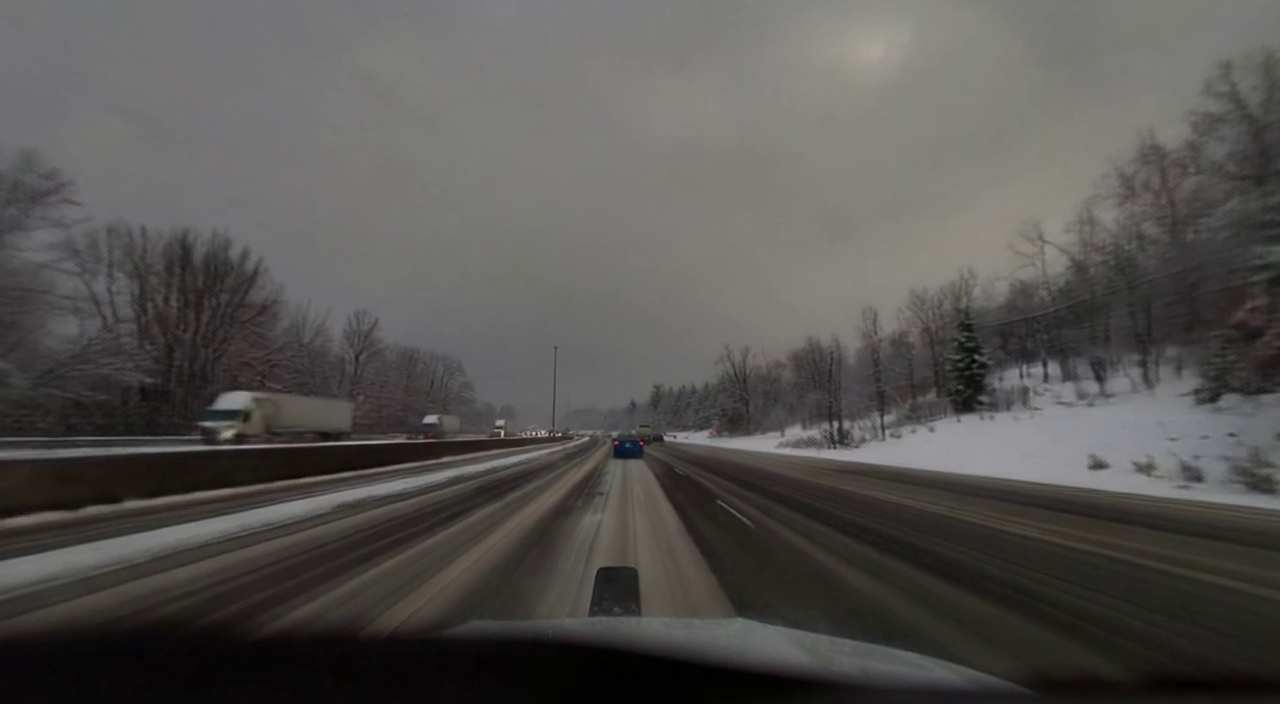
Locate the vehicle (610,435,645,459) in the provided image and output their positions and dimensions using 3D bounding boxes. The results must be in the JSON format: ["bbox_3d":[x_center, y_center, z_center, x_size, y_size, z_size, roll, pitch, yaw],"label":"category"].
[{"bbox_3d":[-0.822,6.041,40.210,2.121,1.445,4.187,0,-8,-2],"label":"vehicle"}]

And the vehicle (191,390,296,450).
[{"bbox_3d":[-26.257,4.613,42.023,3.178,3.670,6.015,0,-8,-3],"label":"vehicle"}]

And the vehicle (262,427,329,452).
[{"bbox_3d":[-22.389,5.707,41.049,1.910,1.478,4.502,0,-8,-1],"label":"vehicle"}]
